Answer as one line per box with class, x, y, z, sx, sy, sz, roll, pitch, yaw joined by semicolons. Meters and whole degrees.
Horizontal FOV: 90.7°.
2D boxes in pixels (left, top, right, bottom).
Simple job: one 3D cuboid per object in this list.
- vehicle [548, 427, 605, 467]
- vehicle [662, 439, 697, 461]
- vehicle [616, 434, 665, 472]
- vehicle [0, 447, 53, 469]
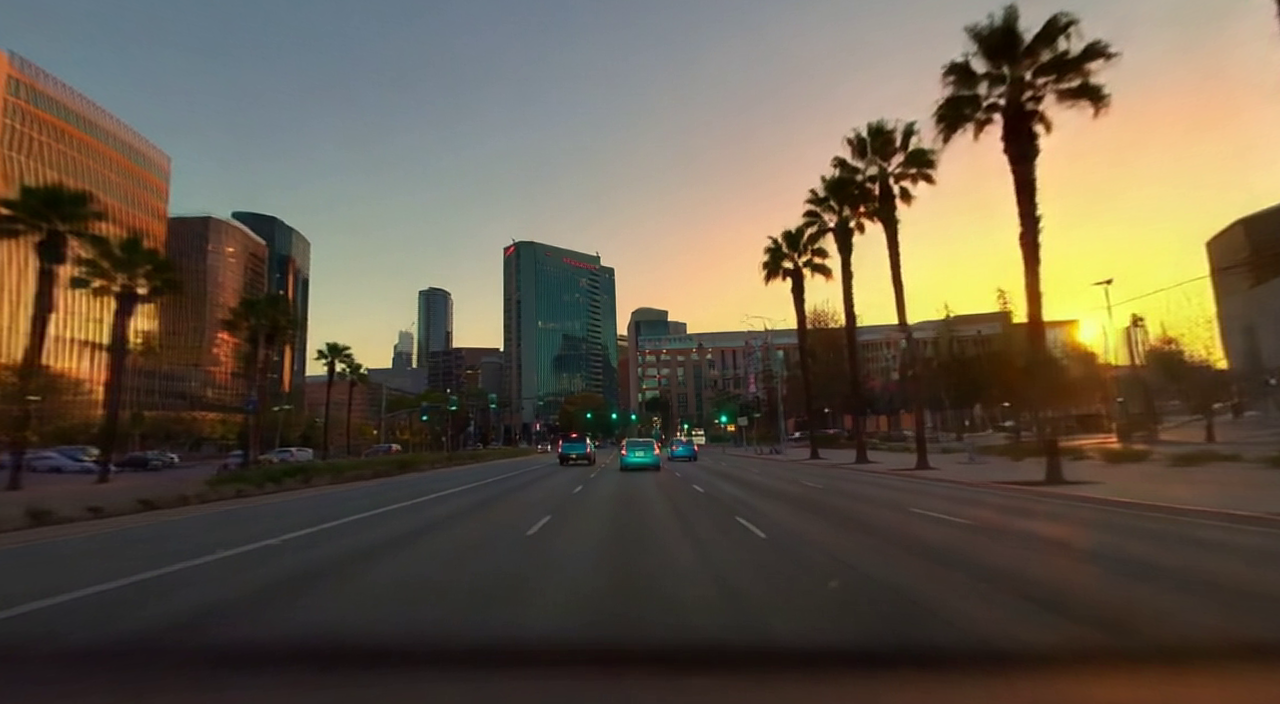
vehicle;-3.458;5.383;35.890;2.672;2.064;5.681;0;-9;0
vehicle;2.798;7.084;45.803;2.085;1.482;4.491;0;-9;-2
vehicle;-0.033;4.720;29.570;2.160;1.615;4.117;0;-9;-1
vehicle;-47.020;7.940;47.392;3.985;1.623;1.976;0;-9;-3
